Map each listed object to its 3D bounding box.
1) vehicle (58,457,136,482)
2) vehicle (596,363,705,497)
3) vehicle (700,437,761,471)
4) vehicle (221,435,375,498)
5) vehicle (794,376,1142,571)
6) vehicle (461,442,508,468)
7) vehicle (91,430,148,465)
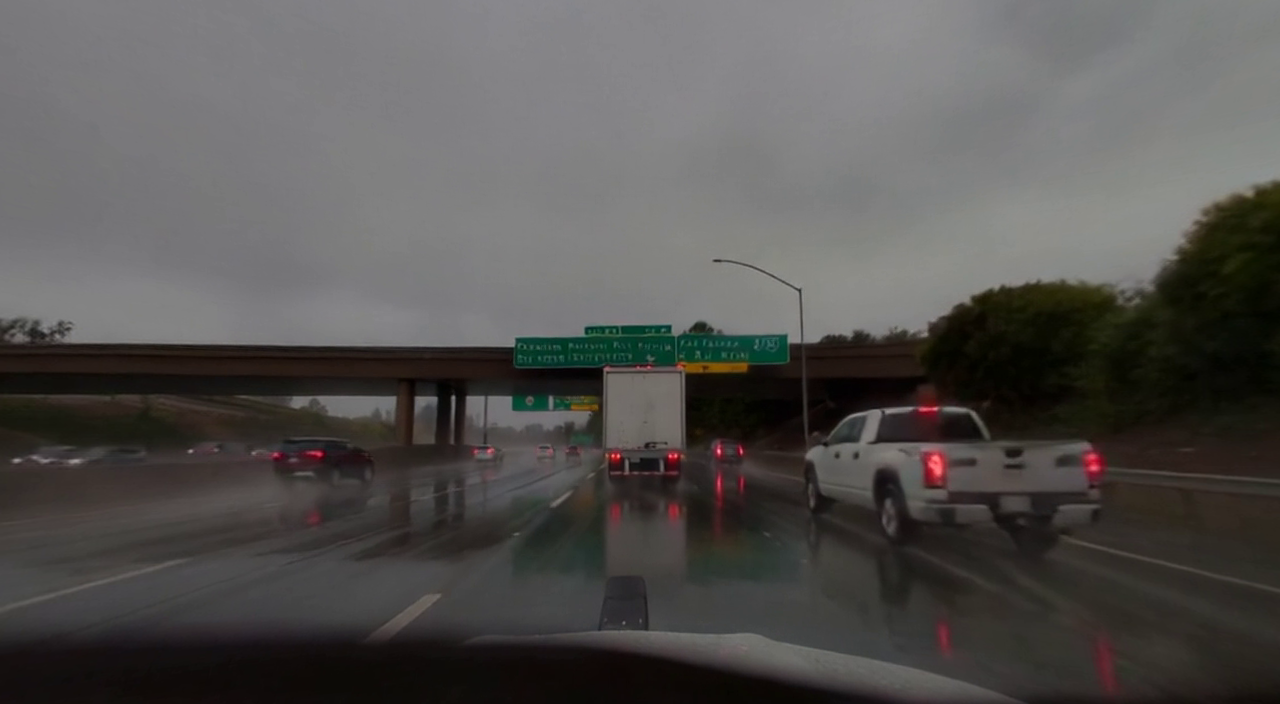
[{"bbox_3d":[-33.527,7.239,39.070,1.619,1.395,3.677,0,-9,-2],"label":"vehicle"},{"bbox_3d":[0.069,2.886,22.431,2.916,3.584,10.841,0,-9,-2],"label":"vehicle"},{"bbox_3d":[4.279,4.919,30.634,2.108,1.508,4.744,0,-9,-2],"label":"vehicle"},{"bbox_3d":[-10.656,3.582,20.247,2.119,1.747,5.121,0,-9,-1],"label":"vehicle"},{"bbox_3d":[3.944,1.599,8.970,2.174,1.968,5.016,0,-9,-1],"label":"vehicle"},{"bbox_3d":[-11.431,7.644,46.803,2.217,1.797,5.226,0,-9,-1],"label":"vehicle"},{"bbox_3d":[-38.102,7.007,46.230,1.815,2.506,2.461,0,-8,-1],"label":"vehicle"}]
